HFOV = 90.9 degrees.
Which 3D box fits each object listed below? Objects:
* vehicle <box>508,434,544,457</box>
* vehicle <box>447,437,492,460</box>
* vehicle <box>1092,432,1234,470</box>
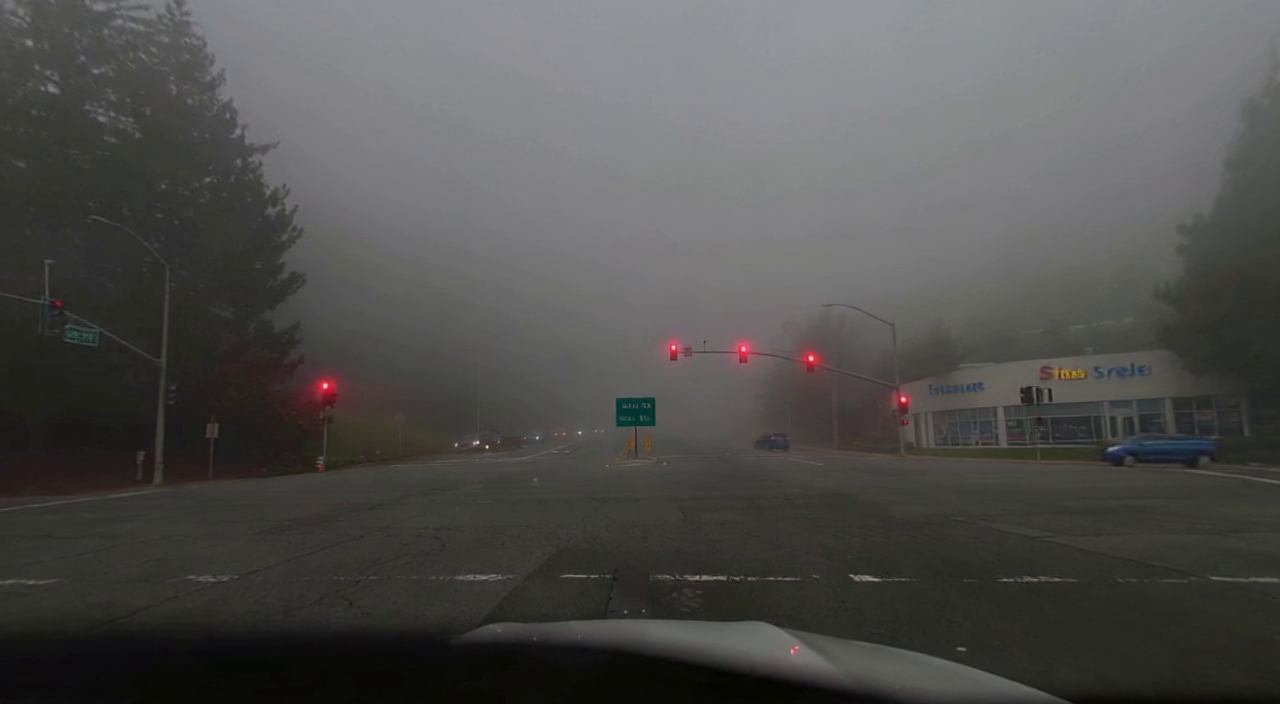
[{"bbox_3d":[-8.072,6.663,45.087,1.920,1.546,4.086,0,-9,-1],"label":"vehicle"},{"bbox_3d":[-11.794,6.688,43.893,2.111,1.499,4.371,0,-9,-3],"label":"vehicle"},{"bbox_3d":[24.420,4.641,29.683,4.667,1.664,1.936,-4,-9,23],"label":"vehicle"}]
